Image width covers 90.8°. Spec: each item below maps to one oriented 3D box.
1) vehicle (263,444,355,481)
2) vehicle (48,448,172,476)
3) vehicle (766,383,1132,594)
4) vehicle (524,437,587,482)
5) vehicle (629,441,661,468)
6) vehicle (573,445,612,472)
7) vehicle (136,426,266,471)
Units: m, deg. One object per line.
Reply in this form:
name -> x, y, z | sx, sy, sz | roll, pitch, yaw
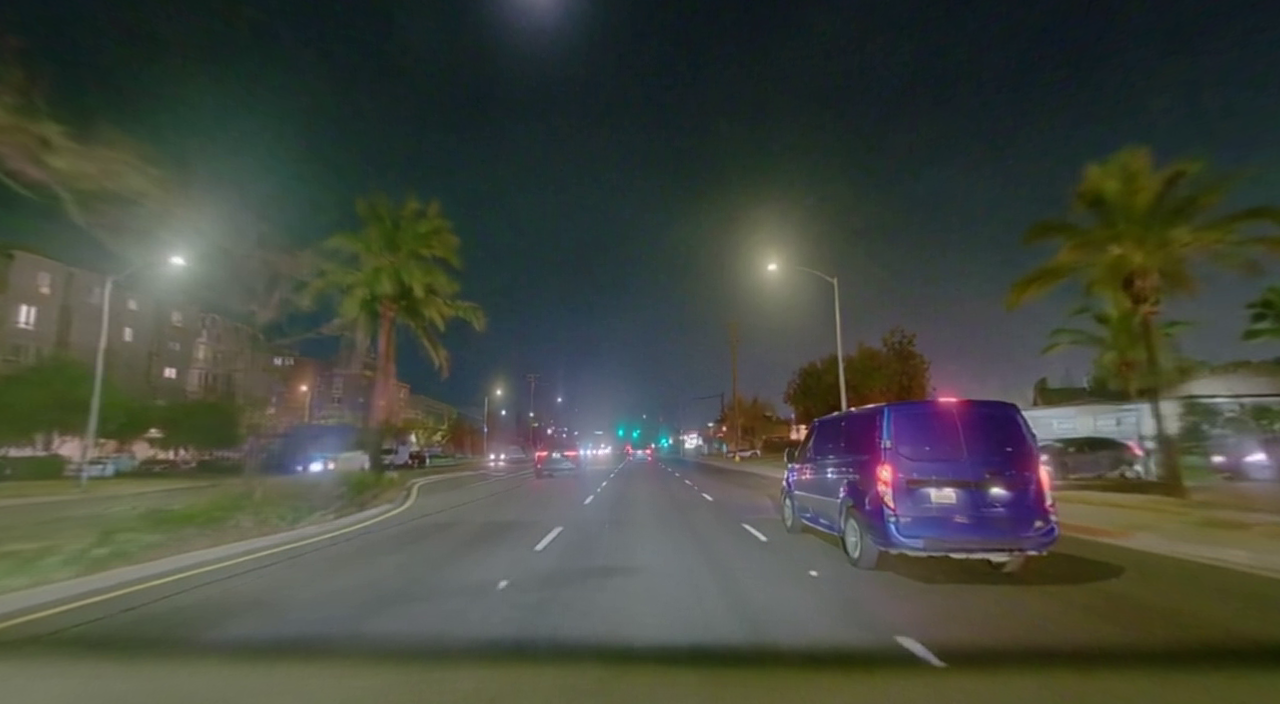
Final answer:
vehicle -> -16.940, 5.667, 32.659 | 2.039, 1.729, 4.766 | 0, -9, 2
vehicle -> -29.297, 6.064, 35.063 | 4.876, 1.487, 1.993 | 1, -9, -4
vehicle -> 3.324, 1.609, 8.279 | 2.234, 1.912, 4.847 | 0, -9, -1
vehicle -> -3.413, 4.433, 26.330 | 1.967, 1.703, 4.157 | 0, -9, 1
vehicle -> 0.301, 7.288, 45.056 | 2.191, 1.761, 3.857 | 0, -9, 0
vehicle -> -2.715, 6.176, 36.935 | 1.869, 1.454, 4.142 | 0, -9, 1
vehicle -> -29.848, 6.562, 43.172 | 6.775, 2.936, 2.546 | 0, -9, -1
